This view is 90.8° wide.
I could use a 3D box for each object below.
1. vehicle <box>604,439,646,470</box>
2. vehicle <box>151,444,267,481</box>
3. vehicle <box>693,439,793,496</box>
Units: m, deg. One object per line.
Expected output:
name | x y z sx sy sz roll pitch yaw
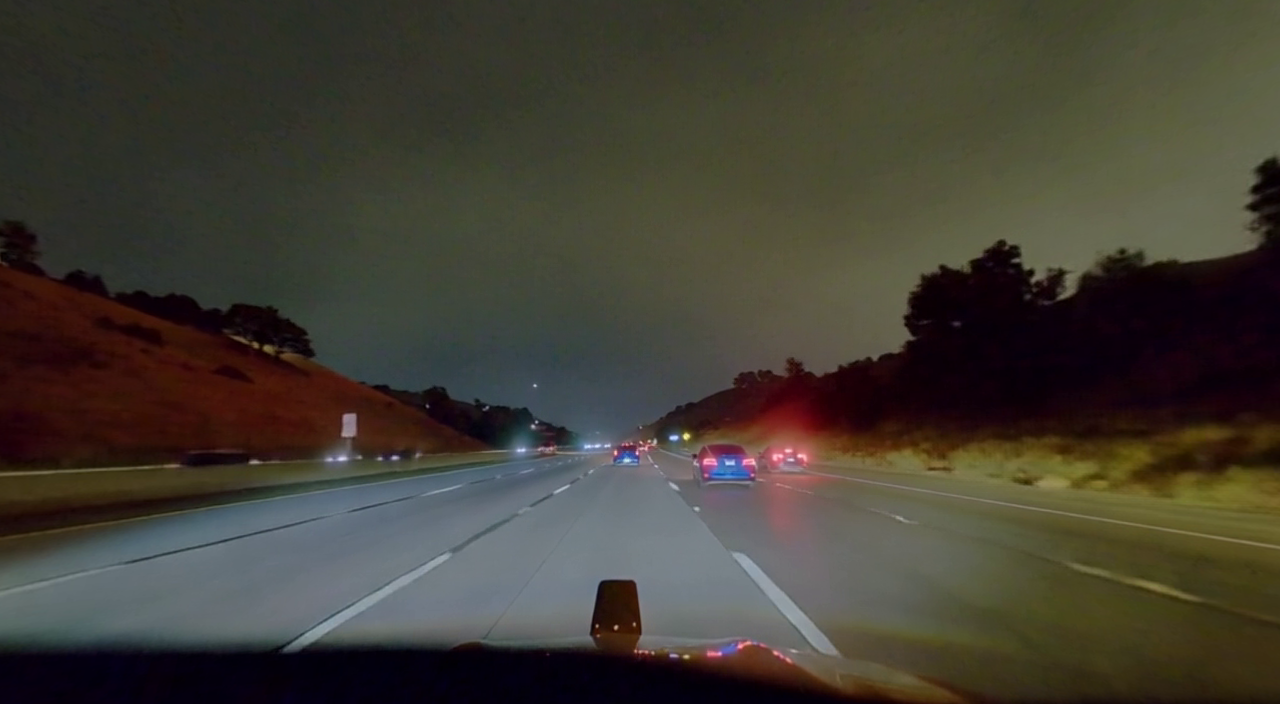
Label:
vehicle | -0.831 5.944 36.651 2.277 1.675 4.023 0 -8 0
vehicle | -22.626 5.786 33.536 2.492 1.756 5.166 0 -8 0
vehicle | 2.959 3.442 19.307 2.120 1.492 4.734 0 -8 -2
